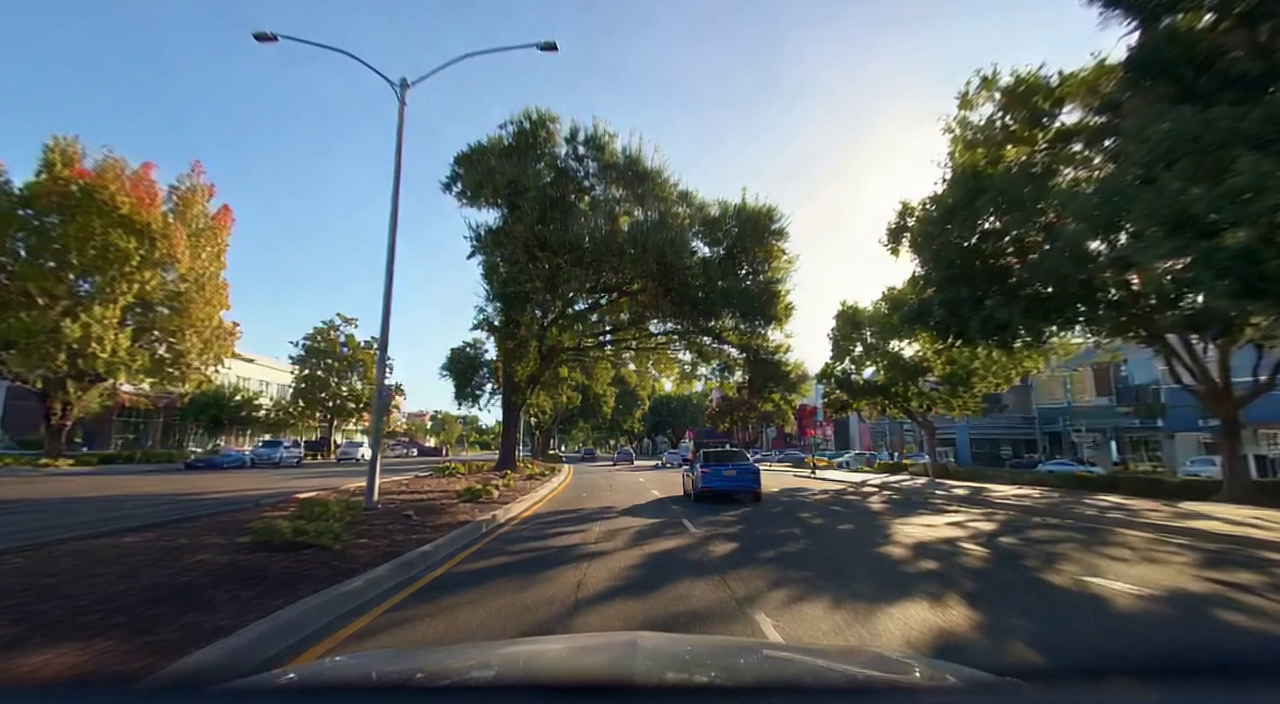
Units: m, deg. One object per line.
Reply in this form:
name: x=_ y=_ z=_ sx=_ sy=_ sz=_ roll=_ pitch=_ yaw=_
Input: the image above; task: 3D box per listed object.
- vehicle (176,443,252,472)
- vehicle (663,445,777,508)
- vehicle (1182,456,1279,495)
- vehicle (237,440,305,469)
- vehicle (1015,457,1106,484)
vehicle: x=-24.968 y=6.190 z=37.083 sx=1.689 sy=1.595 sz=4.293 roll=1 pitch=-9 yaw=-4
vehicle: x=1.957 y=3.235 z=16.883 sx=2.256 sy=1.451 sz=4.313 roll=1 pitch=-9 yaw=-3
vehicle: x=32.027 y=6.512 z=33.410 sx=4.883 sy=1.887 sz=2.293 roll=2 pitch=-9 yaw=-13
vehicle: x=-25.214 y=7.014 z=43.219 sx=1.982 sy=1.811 sz=4.730 roll=1 pitch=-9 yaw=-3
vehicle: x=28.172 y=7.934 z=42.376 sx=1.905 sy=1.561 sz=4.816 roll=3 pitch=-9 yaw=-18
